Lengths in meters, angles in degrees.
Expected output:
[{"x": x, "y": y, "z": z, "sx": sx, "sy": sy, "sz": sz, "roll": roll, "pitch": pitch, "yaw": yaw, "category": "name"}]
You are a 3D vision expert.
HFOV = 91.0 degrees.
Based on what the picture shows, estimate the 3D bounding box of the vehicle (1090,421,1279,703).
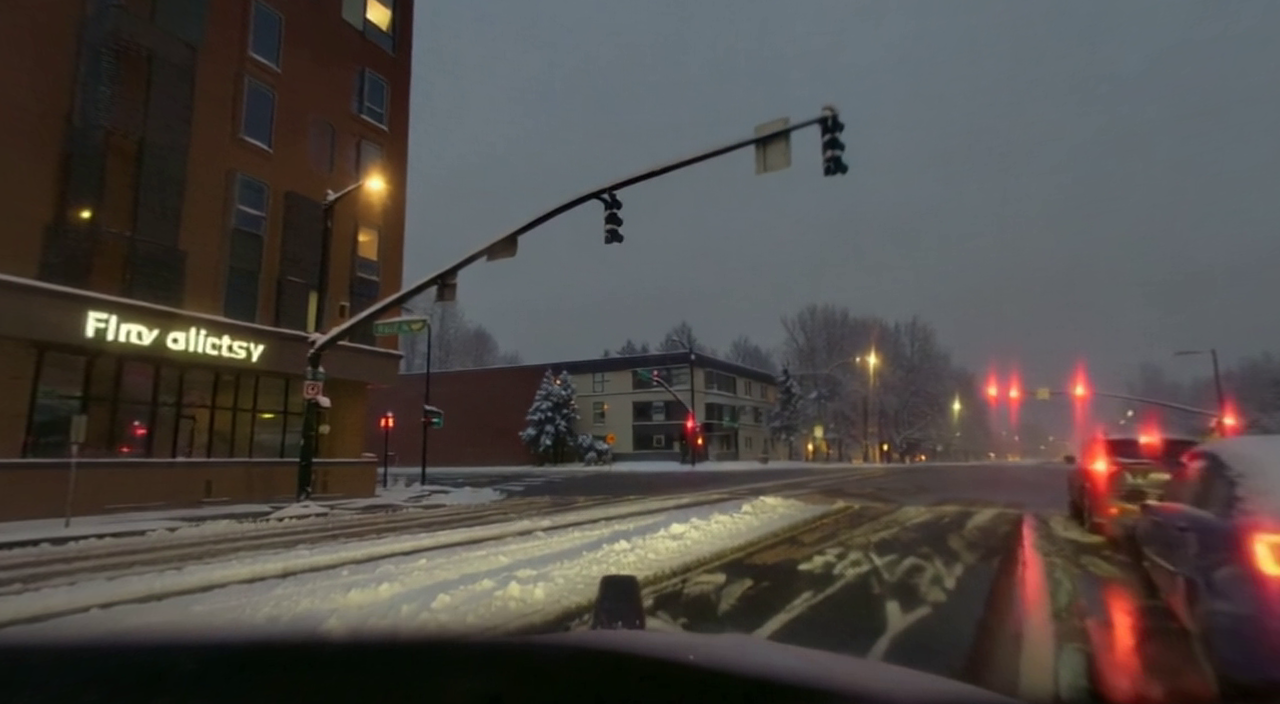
[{"x": 4.312, "y": 1.225, "z": 3.922, "sx": 1.872, "sy": 1.459, "sz": 4.483, "roll": -5, "pitch": -10, "yaw": 29, "category": "vehicle"}]
